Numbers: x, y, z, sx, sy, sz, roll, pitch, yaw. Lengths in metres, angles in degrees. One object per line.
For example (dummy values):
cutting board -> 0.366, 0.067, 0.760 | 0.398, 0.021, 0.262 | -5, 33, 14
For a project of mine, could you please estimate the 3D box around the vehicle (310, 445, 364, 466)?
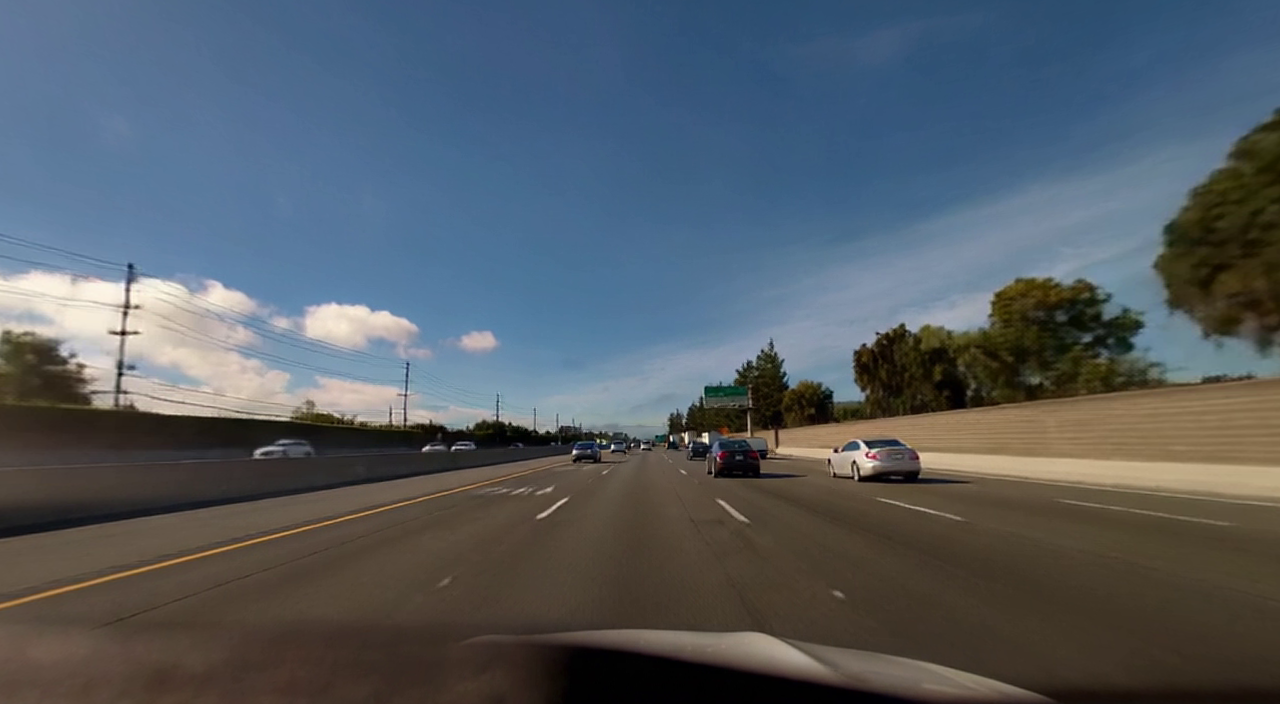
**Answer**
vehicle -> -22.304, 7.625, 46.642 | 1.863, 1.400, 4.075 | -1, -8, 2

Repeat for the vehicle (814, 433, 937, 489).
vehicle -> 7.249, 3.389, 20.036 | 1.988, 1.518, 4.856 | 0, -8, -1

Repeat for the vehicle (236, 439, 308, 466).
vehicle -> -25.198, 6.886, 43.415 | 1.996, 1.661, 4.748 | -1, -8, 1

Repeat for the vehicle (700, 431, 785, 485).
vehicle -> 3.391, 3.608, 21.834 | 2.146, 1.639, 4.475 | 0, -8, 0

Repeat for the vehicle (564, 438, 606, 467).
vehicle -> -3.332, 6.215, 39.229 | 2.106, 1.682, 4.395 | -1, -8, 2
